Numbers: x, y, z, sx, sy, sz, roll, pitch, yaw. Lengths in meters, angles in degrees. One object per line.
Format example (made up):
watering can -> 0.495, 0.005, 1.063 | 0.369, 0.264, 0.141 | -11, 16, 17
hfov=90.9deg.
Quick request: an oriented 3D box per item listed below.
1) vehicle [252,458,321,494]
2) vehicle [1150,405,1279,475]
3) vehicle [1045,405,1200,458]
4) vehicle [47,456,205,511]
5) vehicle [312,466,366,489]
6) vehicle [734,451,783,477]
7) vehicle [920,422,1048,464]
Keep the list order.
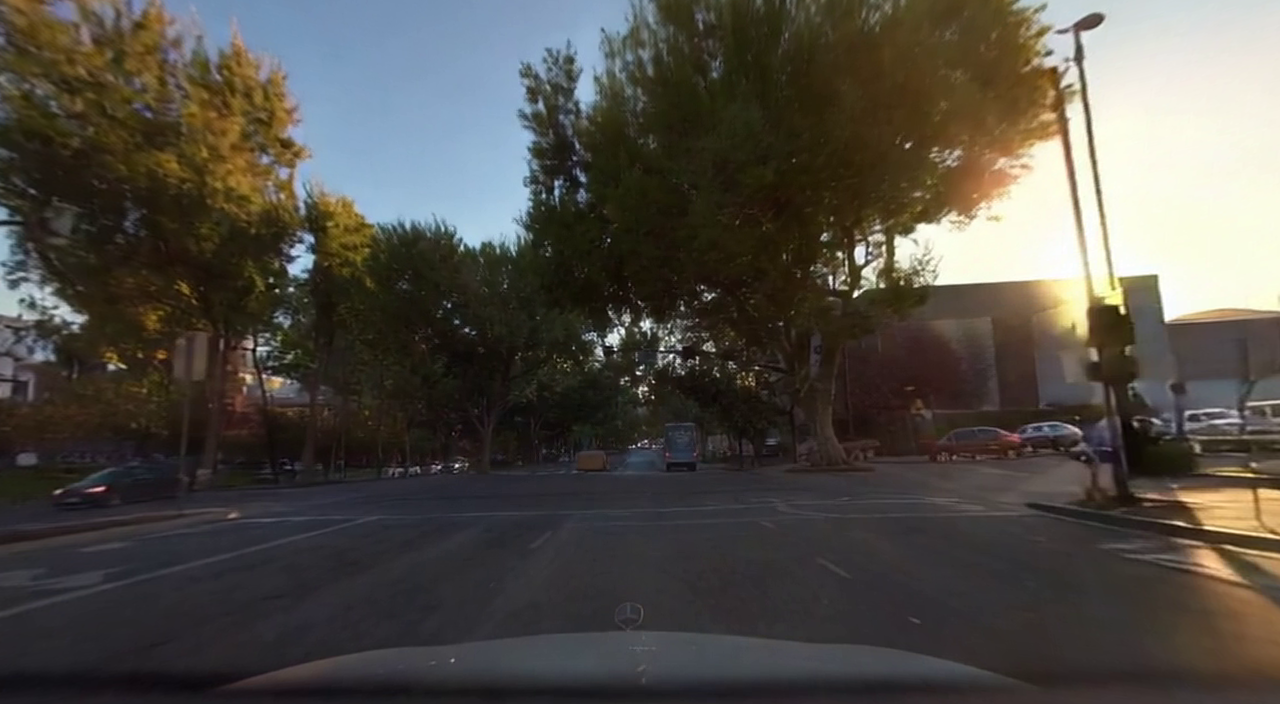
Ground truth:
vehicle -> -22.718, 7.940, 40.734 | 1.966, 1.930, 4.591 | -2, -7, -2
vehicle -> 17.229, 2.348, 17.377 | 4.329, 1.502, 2.122 | -5, -4, 6
vehicle -> 20.832, 3.488, 27.446 | 4.692, 1.610, 2.174 | -5, -15, 4
vehicle -> -19.067, 4.868, 23.766 | 2.027, 1.678, 4.654 | -3, -9, 0
vehicle -> -22.619, 9.420, 47.582 | 1.820, 1.442, 4.715 | -1, -9, 0
vehicle -> 7.064, 6.685, 37.973 | 1.919, 1.449, 4.561 | 0, -9, -2
vehicle -> 15.210, 4.090, 28.108 | 4.432, 1.523, 1.908 | -4, -12, 5
